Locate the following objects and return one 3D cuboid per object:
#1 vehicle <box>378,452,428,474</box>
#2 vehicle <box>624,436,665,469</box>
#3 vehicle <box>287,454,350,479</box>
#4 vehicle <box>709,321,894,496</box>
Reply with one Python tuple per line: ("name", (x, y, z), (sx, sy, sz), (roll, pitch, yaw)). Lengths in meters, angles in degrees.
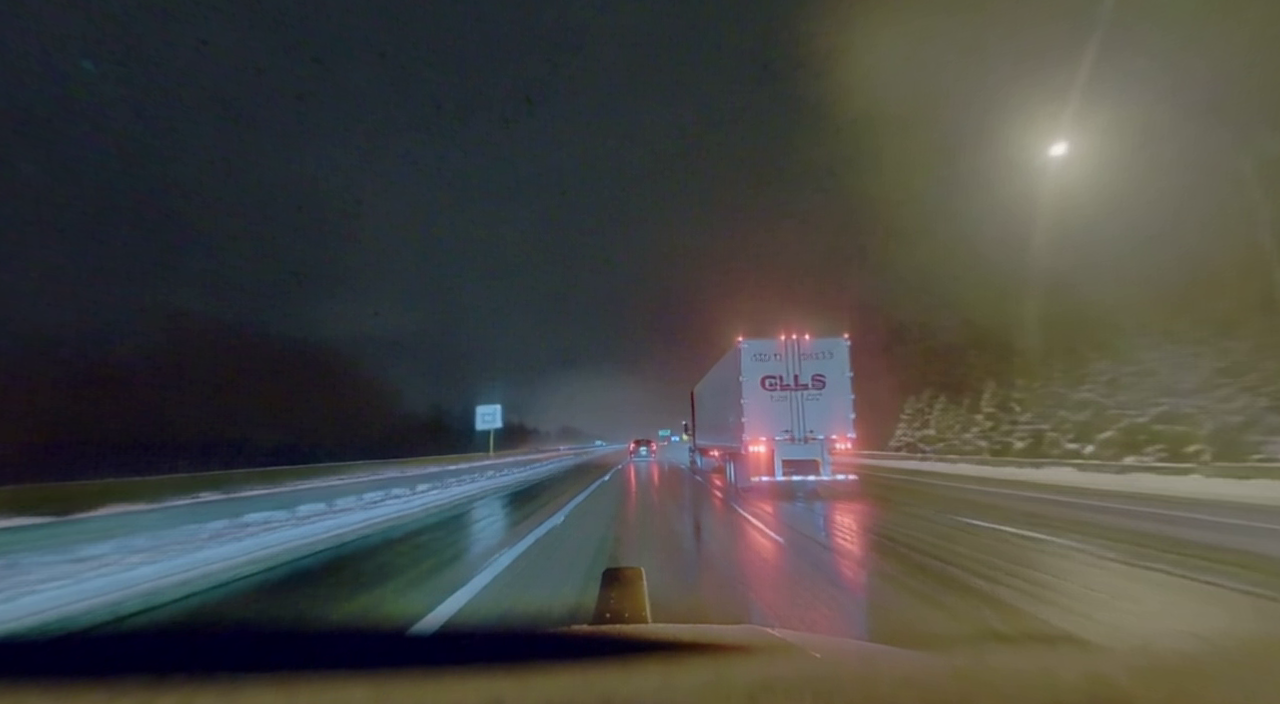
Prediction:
("vehicle", (-17.236, 8.059, 46.030), (1.816, 1.454, 4.458), (0, -8, 1))
("vehicle", (0.255, 5.326, 33.549), (2.050, 1.654, 4.192), (0, -8, 0))
("vehicle", (-20.732, 7.358, 40.733), (1.853, 1.463, 4.132), (0, -8, 0))
("vehicle", (4.272, 2.021, 19.746), (3.014, 4.068, 10.359), (0, -8, 0))
